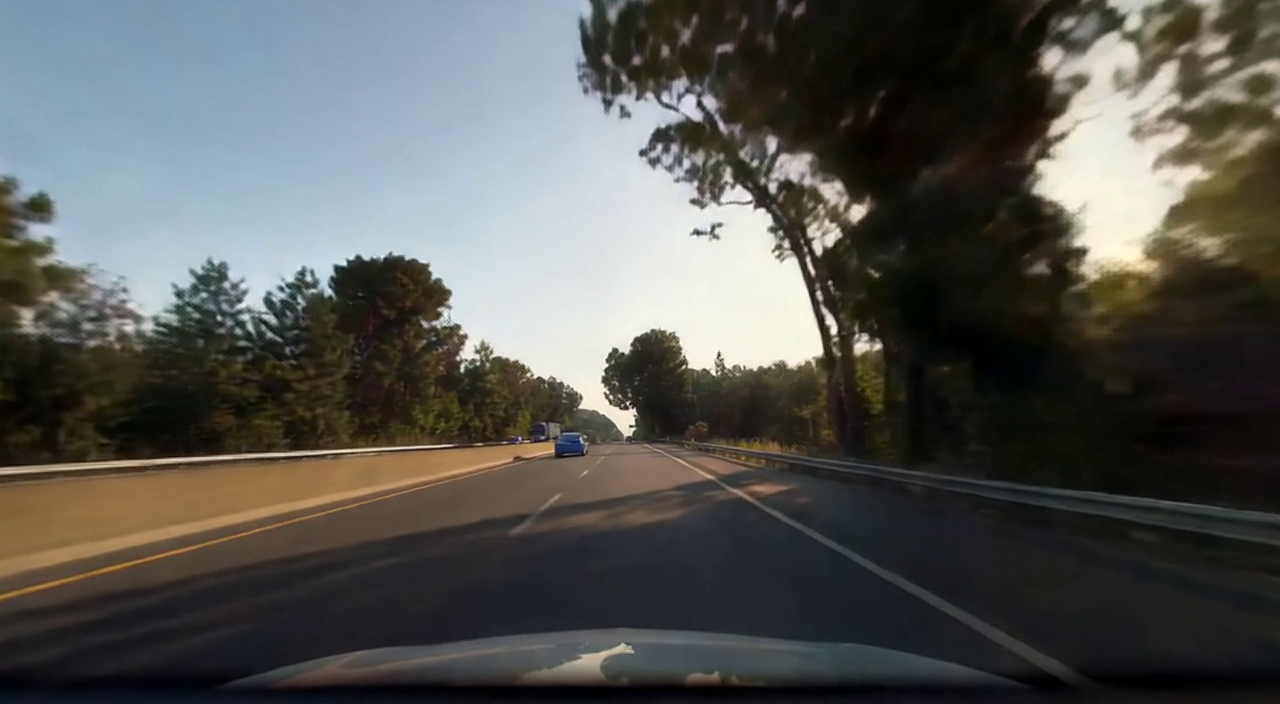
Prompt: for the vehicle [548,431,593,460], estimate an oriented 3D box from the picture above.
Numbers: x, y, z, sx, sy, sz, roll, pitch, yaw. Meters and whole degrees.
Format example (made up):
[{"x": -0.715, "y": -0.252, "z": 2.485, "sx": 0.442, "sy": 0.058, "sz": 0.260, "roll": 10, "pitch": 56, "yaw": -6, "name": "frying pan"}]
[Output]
[{"x": -3.768, "y": 5.147, "z": 34.715, "sx": 2.085, "sy": 1.479, "sz": 3.846, "roll": 0, "pitch": -8, "yaw": -1, "name": "vehicle"}]
